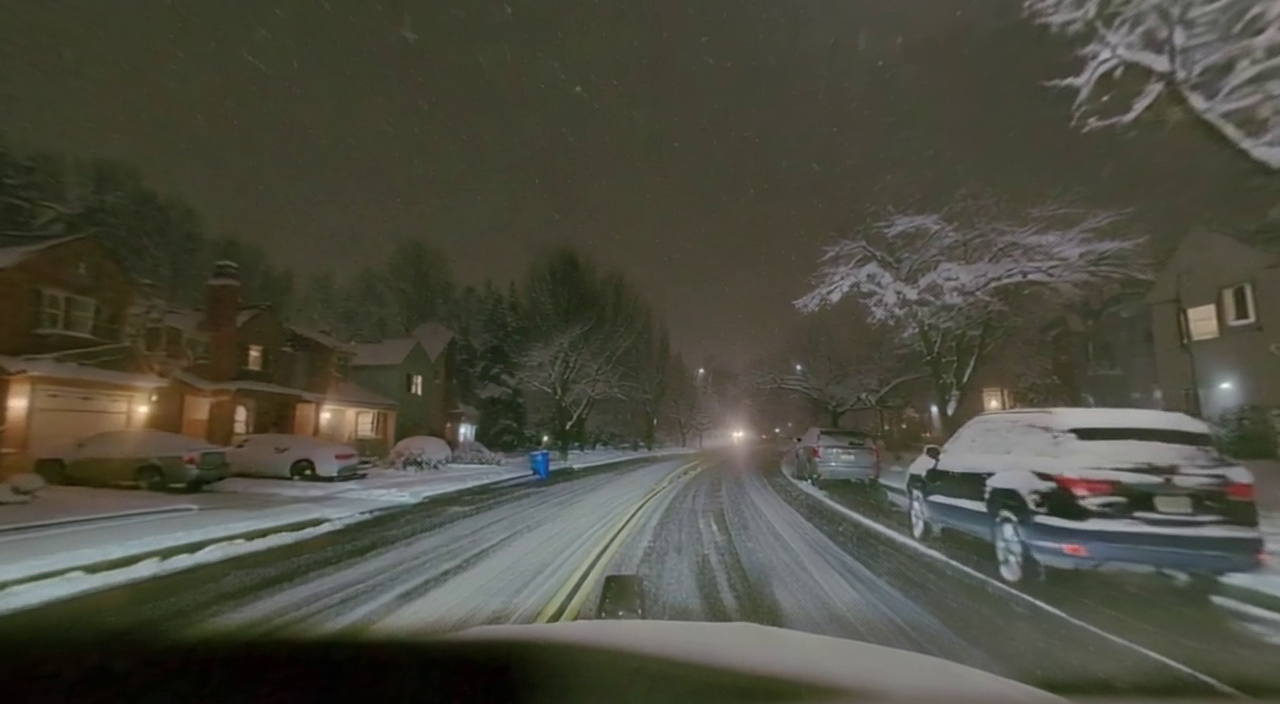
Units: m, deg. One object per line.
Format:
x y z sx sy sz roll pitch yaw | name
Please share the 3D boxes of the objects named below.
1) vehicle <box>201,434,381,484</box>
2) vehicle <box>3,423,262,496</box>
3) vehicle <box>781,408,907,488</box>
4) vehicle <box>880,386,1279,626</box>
-10.662 3.290 19.506 4.455 1.419 2.017 -1 -9 7 | vehicle
-12.091 2.572 15.264 4.635 1.594 2.132 -1 -9 8 | vehicle
6.176 3.048 20.138 2.735 2.117 6.103 -1 -9 8 | vehicle
4.515 1.513 7.213 2.194 1.786 4.704 -1 -9 7 | vehicle
